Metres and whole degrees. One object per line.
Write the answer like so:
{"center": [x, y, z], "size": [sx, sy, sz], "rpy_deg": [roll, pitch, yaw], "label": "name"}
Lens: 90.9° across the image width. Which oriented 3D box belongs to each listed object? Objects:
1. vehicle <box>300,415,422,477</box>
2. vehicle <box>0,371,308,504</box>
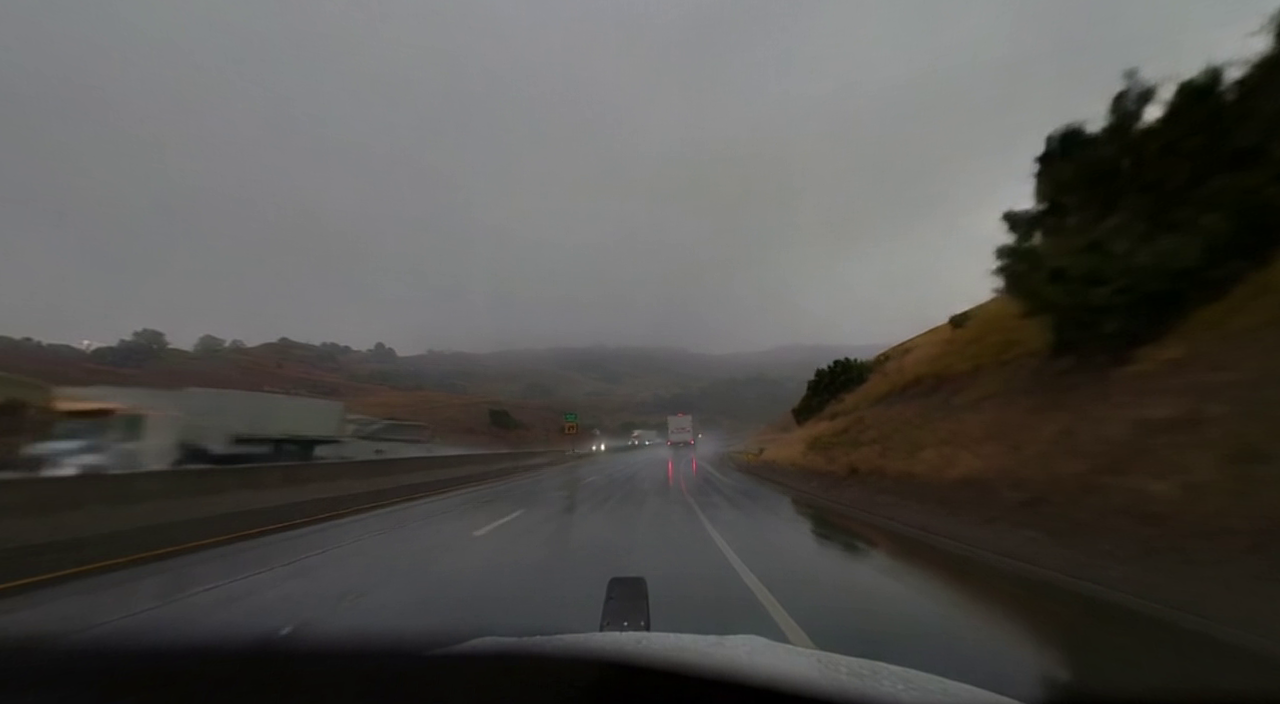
{"center": [-14.387, 5.002, 33.414], "size": [2.777, 2.828, 8.062], "rpy_deg": [0, -9, 0], "label": "vehicle"}
{"center": [-14.386, 2.789, 19.922], "size": [2.932, 3.214, 9.129], "rpy_deg": [0, -9, -1], "label": "vehicle"}
